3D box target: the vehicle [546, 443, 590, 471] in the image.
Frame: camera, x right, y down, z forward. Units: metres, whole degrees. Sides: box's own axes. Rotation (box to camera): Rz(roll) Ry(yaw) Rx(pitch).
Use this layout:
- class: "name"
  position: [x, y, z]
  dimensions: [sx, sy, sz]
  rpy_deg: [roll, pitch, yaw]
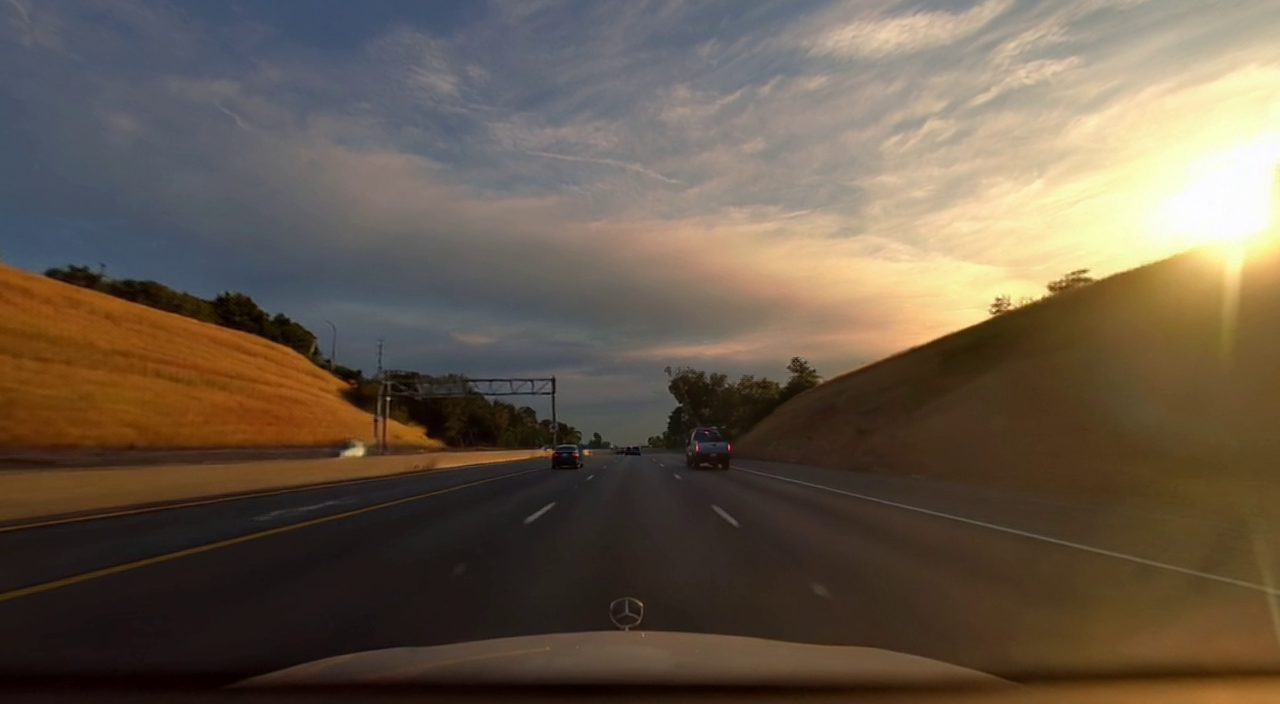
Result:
- class: "vehicle"
  position: [-4.155, 6.167, 37.242]
  dimensions: [2.054, 1.529, 4.368]
  rpy_deg: [0, -9, 1]

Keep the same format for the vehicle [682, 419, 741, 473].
- class: "vehicle"
  position: [3.735, 5.085, 33.996]
  dimensions: [2.361, 2.636, 5.684]
  rpy_deg: [0, -9, -1]

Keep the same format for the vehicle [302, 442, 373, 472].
- class: "vehicle"
  position: [-15.876, 5.521, 33.300]
  dimensions: [1.833, 1.441, 3.972]
  rpy_deg: [0, -9, -1]
